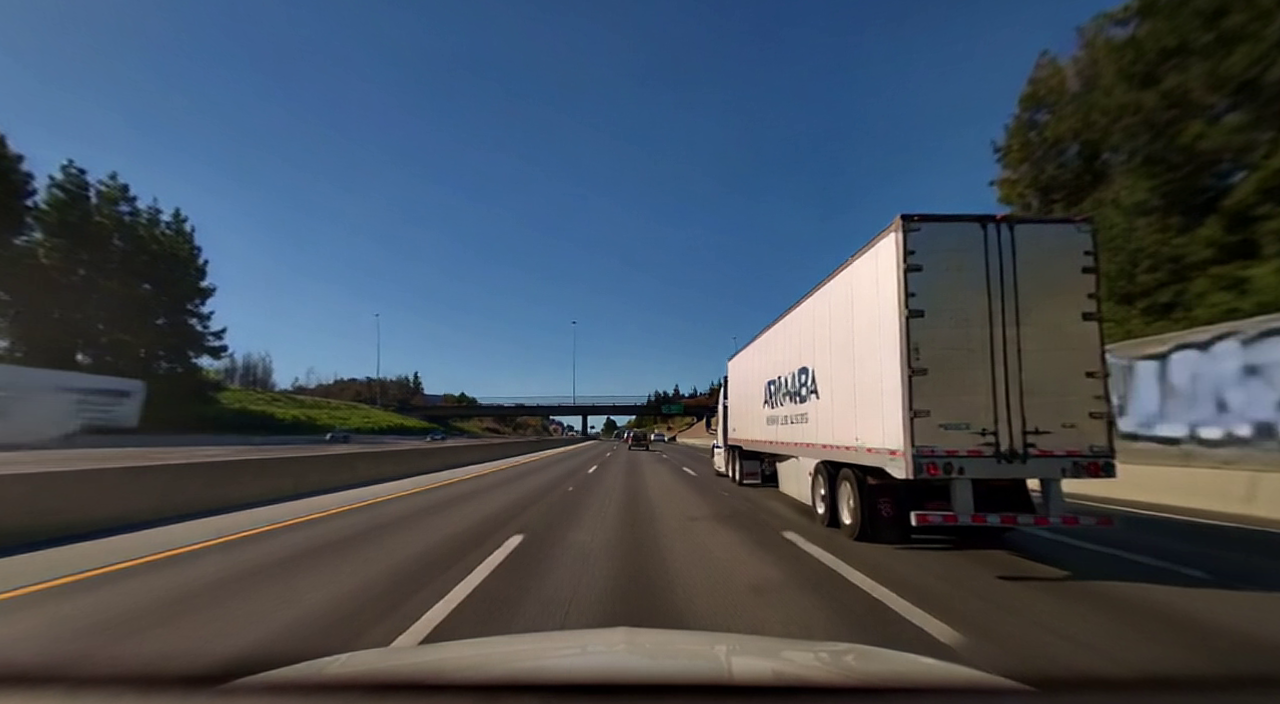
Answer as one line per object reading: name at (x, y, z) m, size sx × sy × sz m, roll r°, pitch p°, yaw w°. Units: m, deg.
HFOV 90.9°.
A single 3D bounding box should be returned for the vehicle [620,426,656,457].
vehicle at (-0.182, 5.867, 41.580) m, size 2.277 × 1.913 × 4.510 m, roll 0°, pitch -8°, yaw -1°
